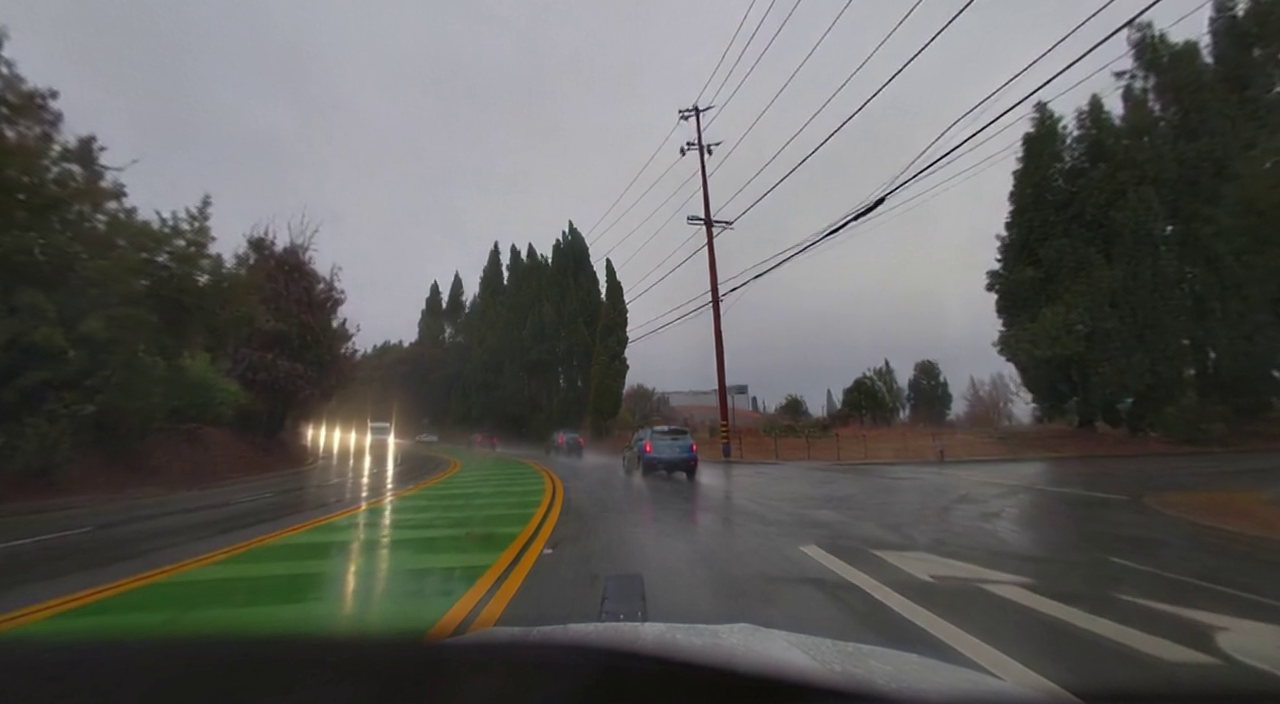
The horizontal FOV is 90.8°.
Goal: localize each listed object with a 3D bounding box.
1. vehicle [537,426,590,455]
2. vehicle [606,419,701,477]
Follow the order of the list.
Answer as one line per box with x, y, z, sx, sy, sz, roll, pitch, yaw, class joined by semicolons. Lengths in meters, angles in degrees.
-4.866;5.557;39.573;2.075;1.699;4.520;4;-9;-23;vehicle
0.326;3.338;22.173;2.140;1.767;4.720;2;-8;-14;vehicle
